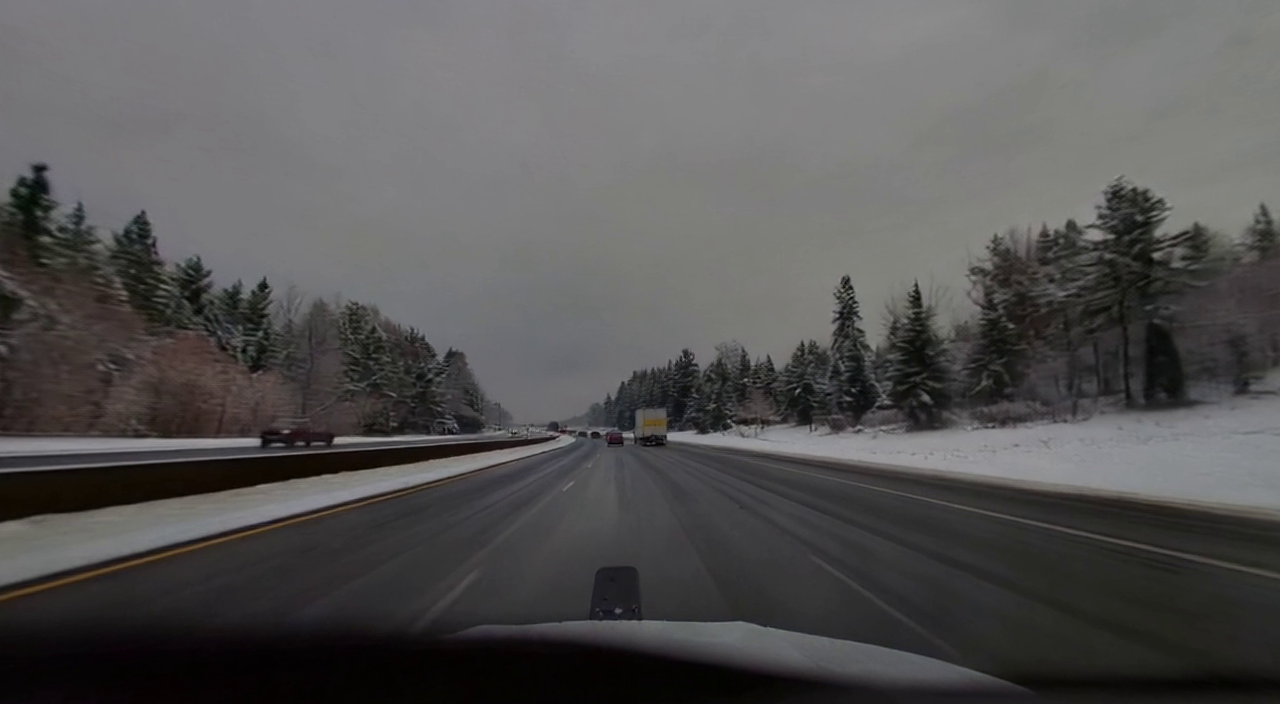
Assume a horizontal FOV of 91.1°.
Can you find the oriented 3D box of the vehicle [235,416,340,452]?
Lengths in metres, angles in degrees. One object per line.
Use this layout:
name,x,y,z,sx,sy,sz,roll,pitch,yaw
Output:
vehicle,-21.100,4.990,38.058,2.905,1.965,6.093,0,-8,-1
